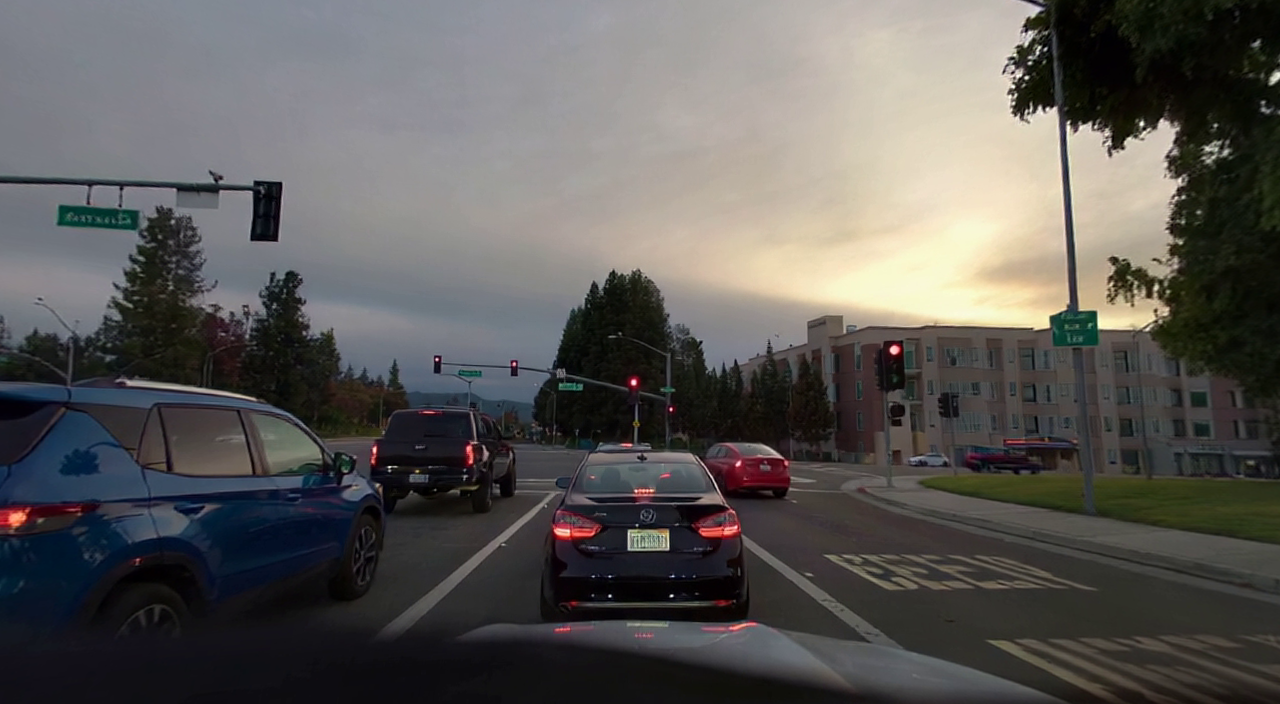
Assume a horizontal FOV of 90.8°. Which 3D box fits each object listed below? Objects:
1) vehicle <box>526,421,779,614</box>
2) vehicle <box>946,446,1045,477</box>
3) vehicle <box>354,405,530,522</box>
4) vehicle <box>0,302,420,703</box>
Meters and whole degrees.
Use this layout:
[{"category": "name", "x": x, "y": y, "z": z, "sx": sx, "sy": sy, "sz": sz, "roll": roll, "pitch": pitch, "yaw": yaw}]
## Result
[{"category": "vehicle", "x": -0.060, "y": 1.628, "z": 7.267, "sx": 2.001, "sy": 1.483, "sz": 4.442, "roll": 0, "pitch": -8, "yaw": -4}, {"category": "vehicle", "x": 22.310, "y": 6.862, "z": 39.784, "sx": 4.874, "sy": 1.854, "sz": 2.230, "roll": 0, "pitch": -9, "yaw": -3}, {"category": "vehicle", "x": -3.880, "y": 2.315, "z": 13.695, "sx": 2.305, "sy": 1.984, "sz": 5.586, "roll": 0, "pitch": -8, "yaw": -3}, {"category": "vehicle", "x": -3.139, "y": 1.012, "z": 4.141, "sx": 1.924, "sy": 1.737, "sz": 4.387, "roll": 0, "pitch": -8, "yaw": -2}]
